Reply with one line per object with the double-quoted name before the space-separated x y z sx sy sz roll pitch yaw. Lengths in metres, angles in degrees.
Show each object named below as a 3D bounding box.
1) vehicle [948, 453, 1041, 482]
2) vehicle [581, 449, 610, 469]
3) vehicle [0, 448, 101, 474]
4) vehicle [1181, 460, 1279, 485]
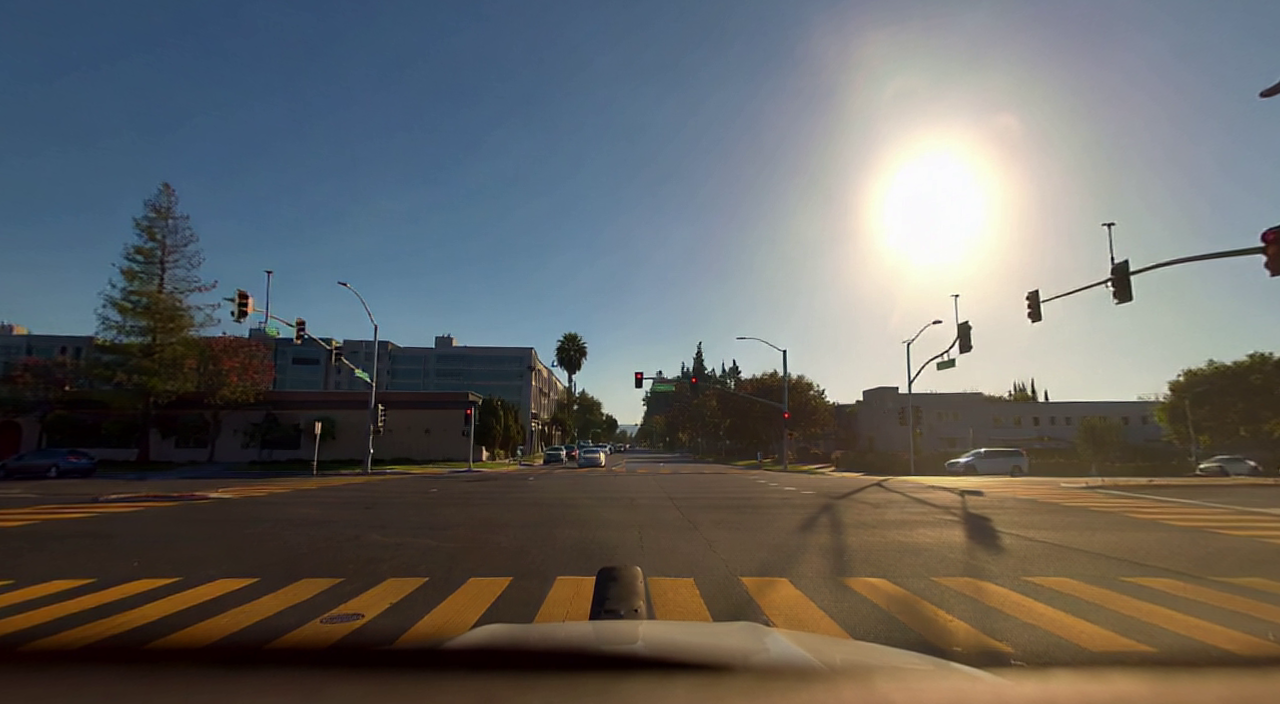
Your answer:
"vehicle" 21.129 6.876 37.568 4.447 1.623 1.801 0 -9 -3
"vehicle" -3.407 8.355 49.214 1.908 1.441 4.142 0 -8 1
"vehicle" -35.109 6.417 37.212 4.741 1.447 1.807 0 -9 0
"vehicle" 36.248 7.308 38.267 4.976 1.428 1.929 0 -8 -2
